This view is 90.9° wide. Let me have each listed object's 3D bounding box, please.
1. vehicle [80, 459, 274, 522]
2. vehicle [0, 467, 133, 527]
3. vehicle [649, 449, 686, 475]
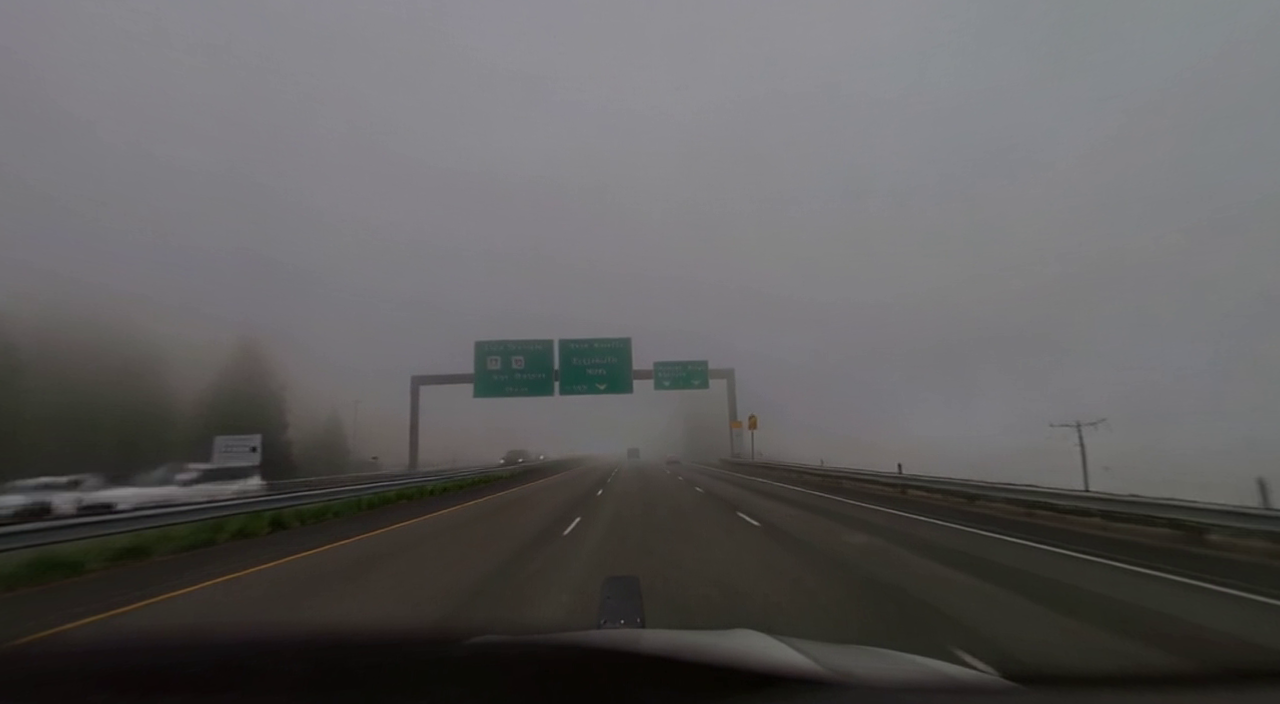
[{"bbox_3d":[-12.826,3.827,17.954,2.100,1.447,4.656,0,-9,-2],"label":"vehicle"},{"bbox_3d":[-18.213,4.293,19.075,1.965,1.483,4.594,0,-9,-1],"label":"vehicle"},{"bbox_3d":[1.591,6.516,37.558,2.036,1.457,3.471,0,-9,0],"label":"vehicle"}]
